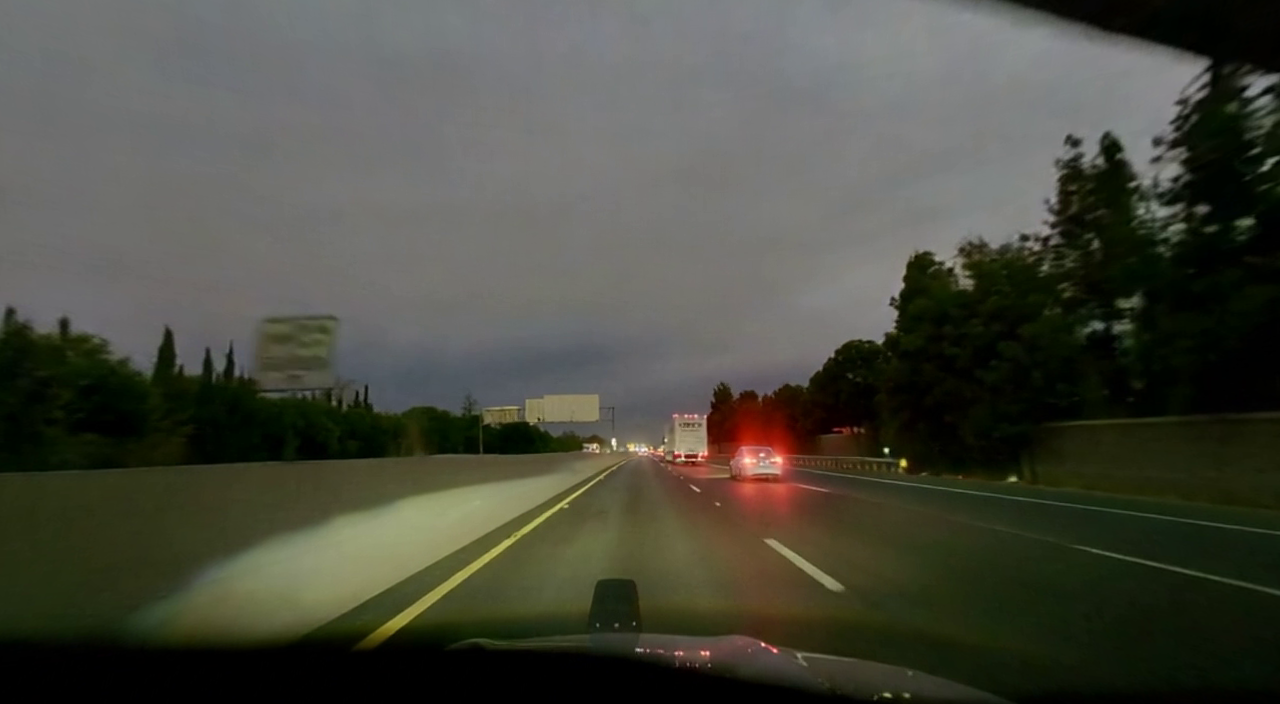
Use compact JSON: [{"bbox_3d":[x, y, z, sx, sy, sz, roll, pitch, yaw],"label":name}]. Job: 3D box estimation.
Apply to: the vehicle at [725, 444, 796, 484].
[{"bbox_3d":[4.797,4.517,25.610,1.917,1.471,4.149,0,-9,-2],"label":"vehicle"}]
